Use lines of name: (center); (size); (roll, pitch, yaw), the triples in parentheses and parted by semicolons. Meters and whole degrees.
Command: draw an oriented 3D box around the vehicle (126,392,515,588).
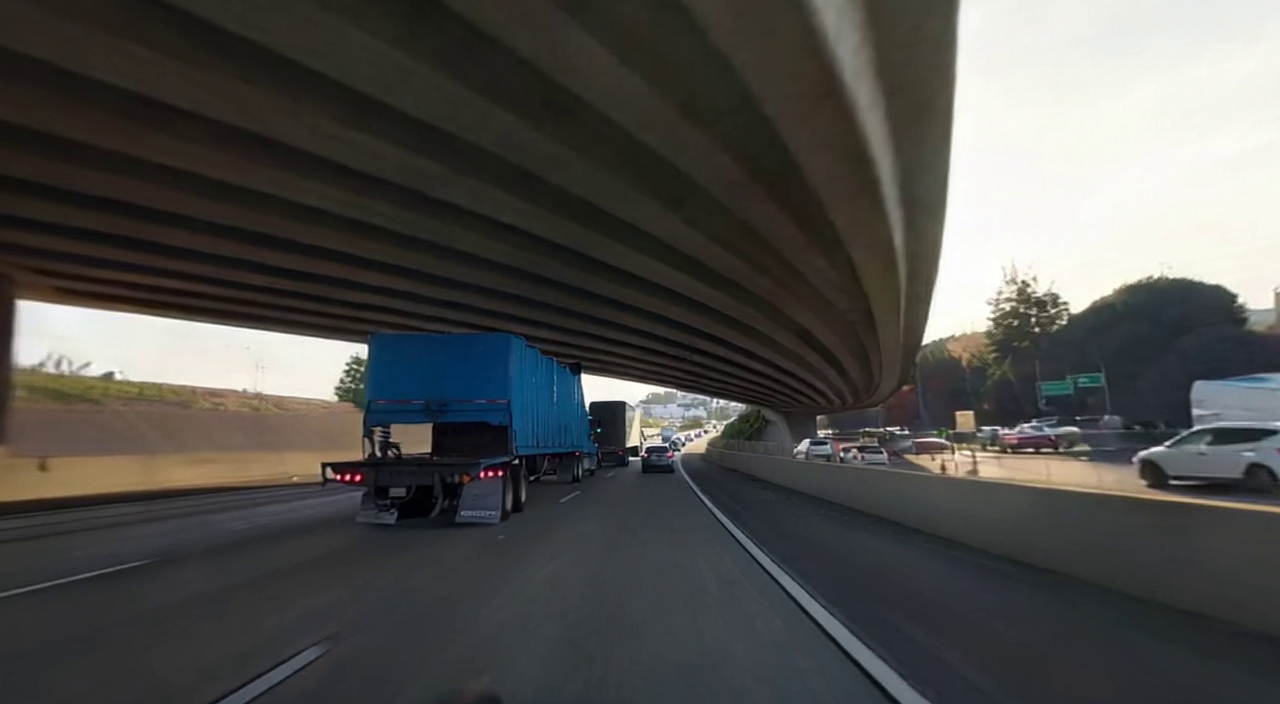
vehicle: (-3.366, 1.552, 7.720); (2.896, 1.779, 3.441); (-1, -8, 1)

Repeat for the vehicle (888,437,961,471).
vehicle: (14.978, 5.383, 33.438); (2.022, 1.675, 4.792); (-1, -9, 5)

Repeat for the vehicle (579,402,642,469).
vehicle: (-1.726, 5.649, 41.919); (3.073, 3.894, 9.782); (-1, -9, 4)

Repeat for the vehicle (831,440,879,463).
vehicle: (16.198, 7.514, 47.752); (2.237, 1.656, 4.676); (-1, -9, 3)

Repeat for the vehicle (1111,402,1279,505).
vehicle: (14.178, 2.337, 14.656); (2.186, 2.074, 5.586); (0, -9, 2)

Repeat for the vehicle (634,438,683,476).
vehicle: (0.908, 4.952, 29.781); (2.178, 1.640, 4.071); (-1, -9, 3)
